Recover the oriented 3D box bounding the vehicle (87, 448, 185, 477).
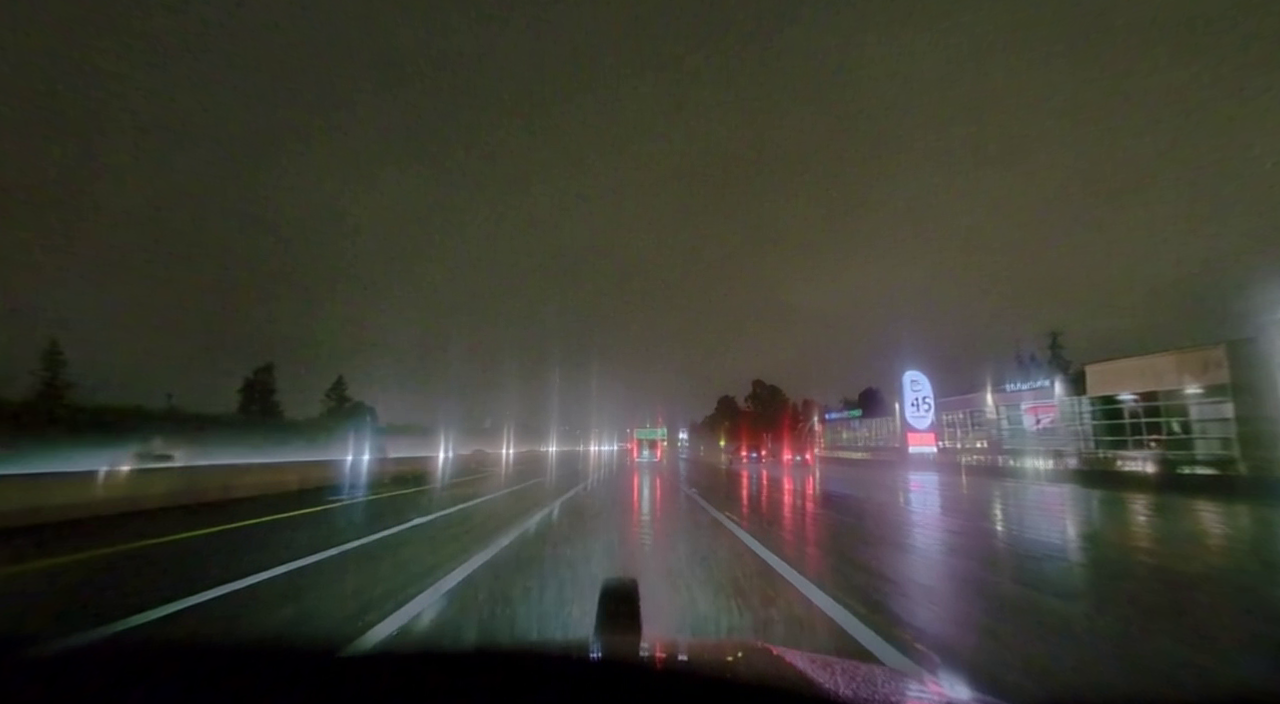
[{"bbox_3d":[-29.034,6.344,36.605,1.850,1.489,4.772,0,-9,-1],"label":"vehicle"}]

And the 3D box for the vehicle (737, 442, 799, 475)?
[{"bbox_3d":[6.263,5.273,31.484,1.976,1.477,4.448,0,-9,-2],"label":"vehicle"}]

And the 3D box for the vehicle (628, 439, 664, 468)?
[{"bbox_3d":[0.299,6.598,41.307,2.154,1.786,5.045,0,-8,-2],"label":"vehicle"}]
